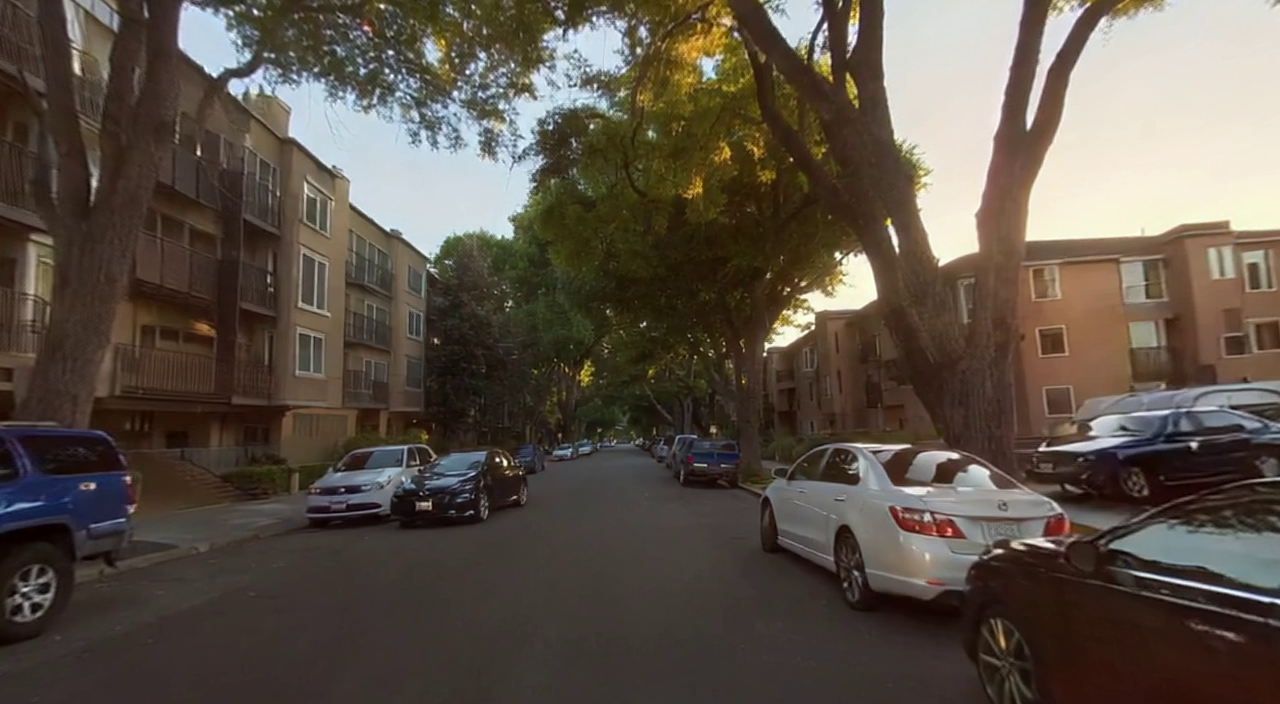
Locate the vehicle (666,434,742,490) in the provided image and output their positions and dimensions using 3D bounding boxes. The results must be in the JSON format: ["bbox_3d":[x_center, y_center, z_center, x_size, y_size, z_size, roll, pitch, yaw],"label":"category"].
[{"bbox_3d":[1.991,3.587,20.946,1.878,1.664,4.033,0,-8,-3],"label":"vehicle"}]

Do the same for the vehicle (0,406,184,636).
[{"bbox_3d":[-6.429,1.337,4.317,2.308,1.877,6.060,-4,-8,-2],"label":"vehicle"}]

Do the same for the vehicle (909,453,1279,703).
[{"bbox_3d":[2.488,0.940,1.487,1.720,1.333,4.233,0,-8,-2],"label":"vehicle"}]

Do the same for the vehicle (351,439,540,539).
[{"bbox_3d":[-3.364,2.437,12.011,1.966,1.515,4.394,-1,-8,3],"label":"vehicle"}]
